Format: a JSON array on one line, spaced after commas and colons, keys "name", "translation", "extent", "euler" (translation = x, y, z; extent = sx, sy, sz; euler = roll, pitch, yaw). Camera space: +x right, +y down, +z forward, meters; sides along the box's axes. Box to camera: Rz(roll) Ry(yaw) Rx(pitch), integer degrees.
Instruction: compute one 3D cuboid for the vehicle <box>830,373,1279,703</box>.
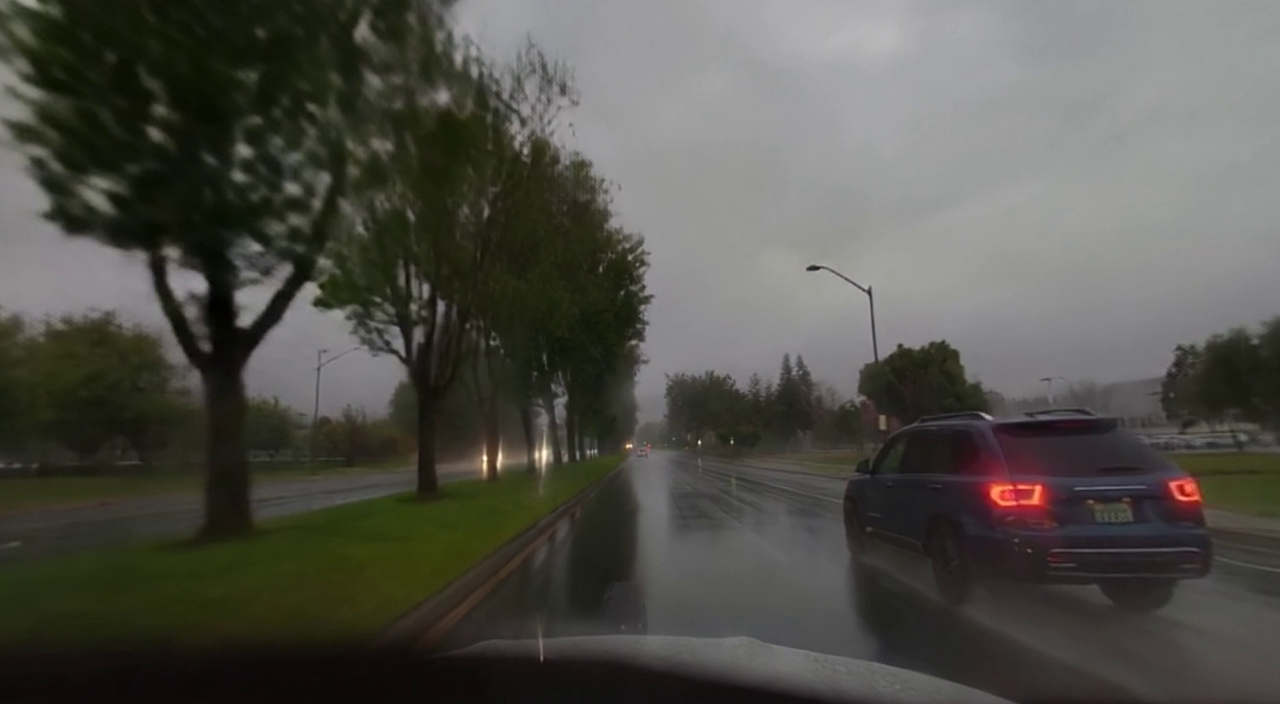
[{"name": "vehicle", "translation": [3.612, 1.358, 5.841], "extent": [2.087, 1.759, 5.040], "euler": [0, -8, 0]}]
